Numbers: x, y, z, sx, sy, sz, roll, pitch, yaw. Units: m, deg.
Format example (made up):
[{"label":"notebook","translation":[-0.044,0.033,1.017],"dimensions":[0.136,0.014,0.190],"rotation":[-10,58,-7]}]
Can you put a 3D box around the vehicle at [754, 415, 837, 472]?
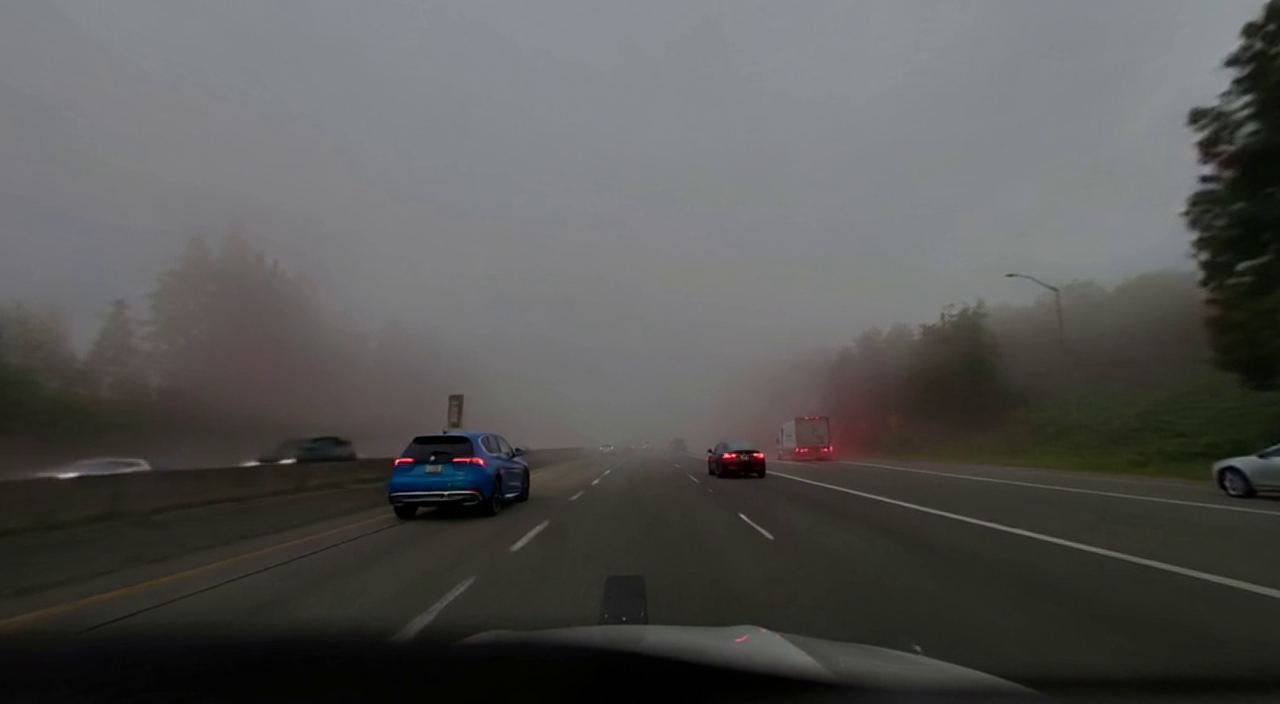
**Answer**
[{"label":"vehicle","translation":[7.685,4.634,31.911],"dimensions":[2.729,2.628,4.875],"rotation":[0,-9,-2]}]

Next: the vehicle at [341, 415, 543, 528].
[{"label":"vehicle","translation":[-3.526,2.279,12.595],"dimensions":[2.218,1.764,5.229],"rotation":[0,-9,2]}]

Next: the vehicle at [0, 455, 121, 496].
[{"label":"vehicle","translation":[-26.518,5.509,28.537],"dimensions":[2.027,1.614,4.719],"rotation":[0,-9,0]}]

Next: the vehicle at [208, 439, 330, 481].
[{"label":"vehicle","translation":[-15.870,4.647,27.413],"dimensions":[2.054,1.601,5.275],"rotation":[0,-9,1]}]

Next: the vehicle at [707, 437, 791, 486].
[{"label":"vehicle","translation":[3.645,3.772,22.041],"dimensions":[2.080,1.493,4.674],"rotation":[0,-9,-1]}]
